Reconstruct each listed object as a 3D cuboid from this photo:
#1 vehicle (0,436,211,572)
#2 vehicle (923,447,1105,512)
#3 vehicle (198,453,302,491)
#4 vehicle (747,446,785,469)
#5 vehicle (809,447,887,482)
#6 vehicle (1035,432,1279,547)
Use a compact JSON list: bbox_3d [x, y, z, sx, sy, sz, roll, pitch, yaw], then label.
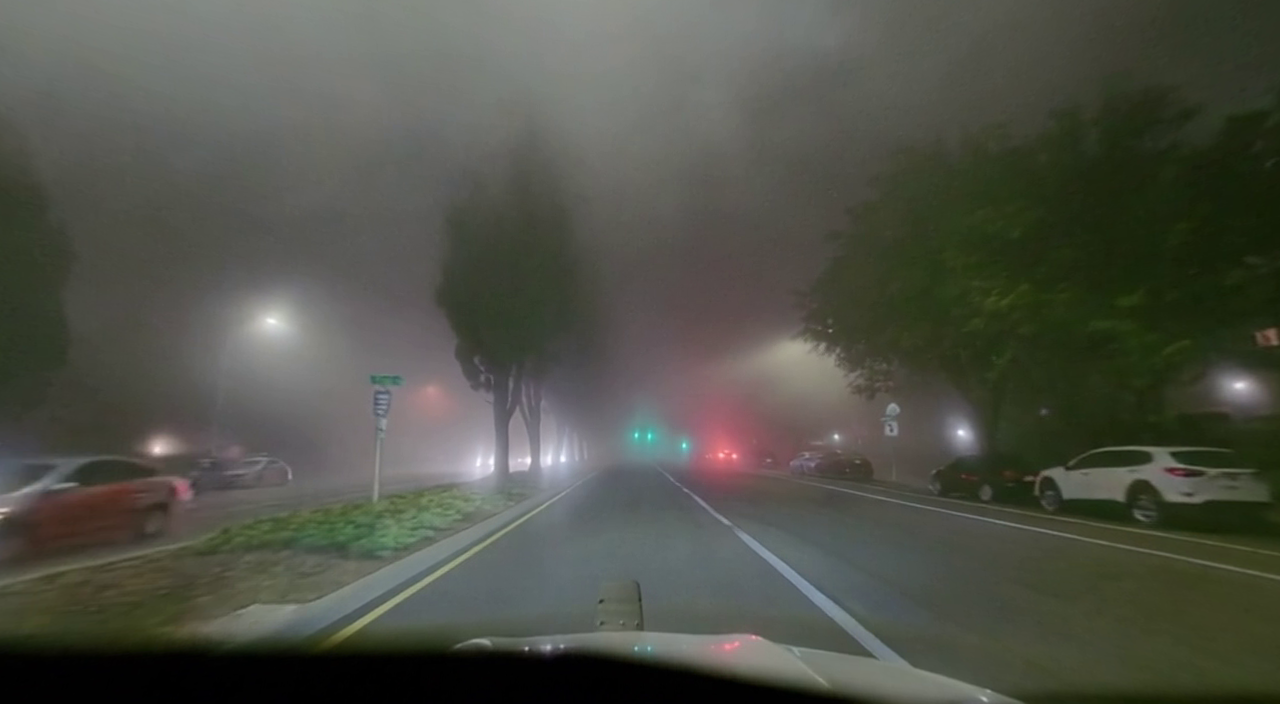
[{"bbox_3d":[-8.024,1.844,7.992,1.913,1.485,4.624,-1,-8,0],"label":"vehicle"},{"bbox_3d":[9.633,3.278,16.818,1.961,1.456,4.493,0,-8,-2],"label":"vehicle"},{"bbox_3d":[-18.452,5.671,30.227,1.885,1.553,4.864,-1,-8,0],"label":"vehicle"},{"bbox_3d":[9.581,8.029,48.344,1.885,1.685,4.430,0,-8,-2],"label":"vehicle"},{"bbox_3d":[9.601,5.219,29.590,1.899,1.475,4.572,0,-8,-2],"label":"vehicle"},{"bbox_3d":[9.794,2.410,11.825,1.882,1.702,4.346,0,-8,-1],"label":"vehicle"}]
